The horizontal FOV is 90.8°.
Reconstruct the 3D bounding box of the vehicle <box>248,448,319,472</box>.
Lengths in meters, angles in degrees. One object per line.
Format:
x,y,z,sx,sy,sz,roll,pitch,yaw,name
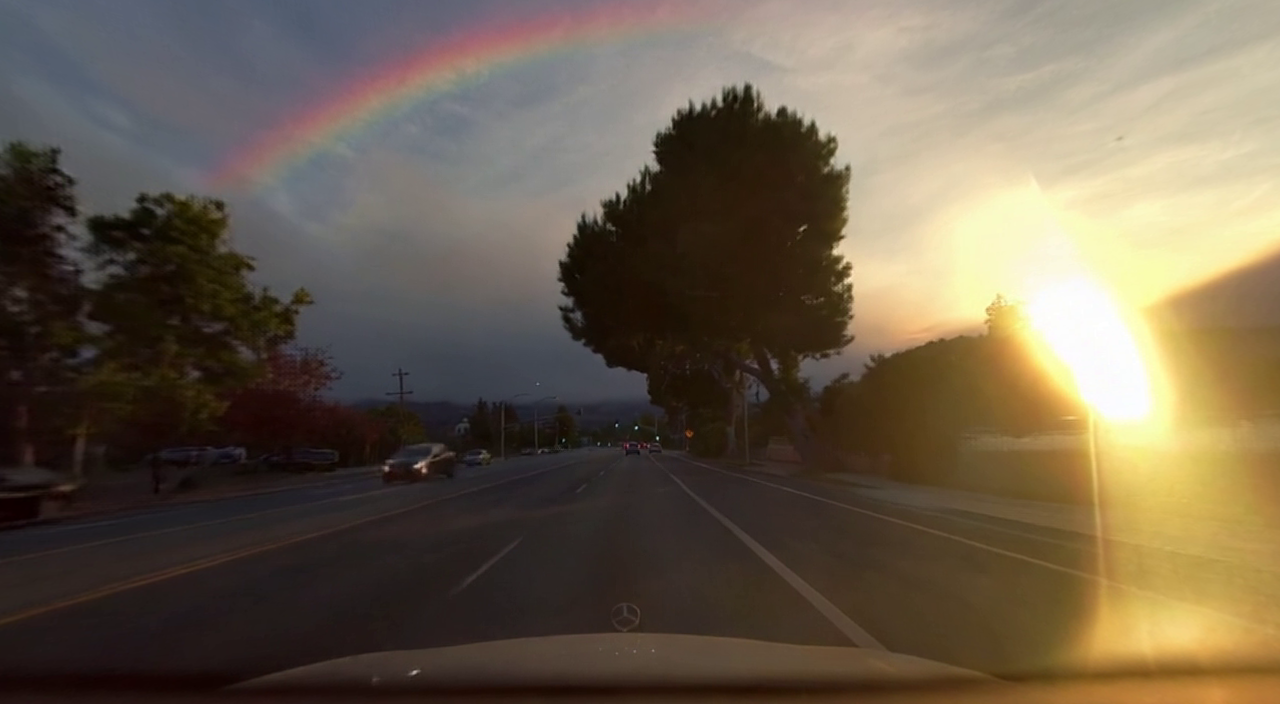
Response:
-24.559,7.456,43.632,3.658,1.605,1.985,0,-9,0,vehicle

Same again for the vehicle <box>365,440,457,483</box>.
-9.856,4.742,27.642,2.365,1.697,4.391,0,-8,0,vehicle
